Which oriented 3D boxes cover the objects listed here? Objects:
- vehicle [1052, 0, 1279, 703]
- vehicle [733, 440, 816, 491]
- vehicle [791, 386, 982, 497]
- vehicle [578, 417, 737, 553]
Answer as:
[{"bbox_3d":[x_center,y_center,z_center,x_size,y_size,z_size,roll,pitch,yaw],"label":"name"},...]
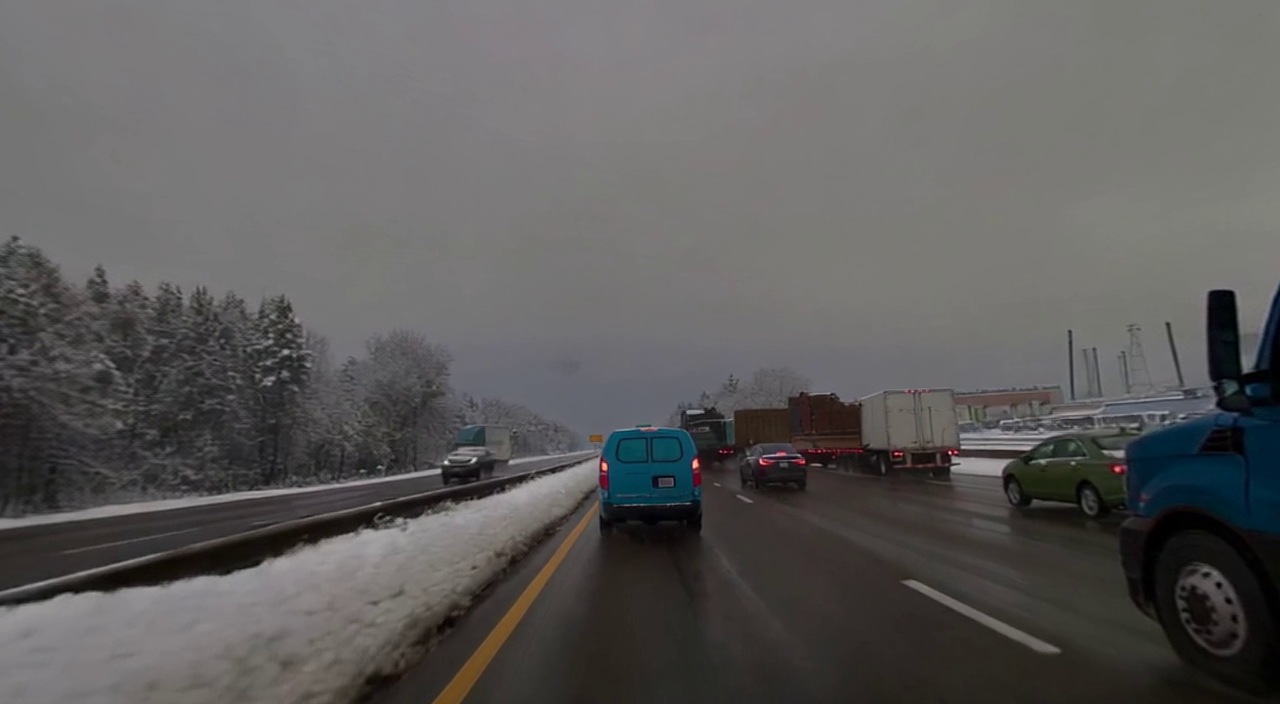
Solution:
[{"bbox_3d":[4.271,-0.260,1.010,2.987,3.877,5.881,0,-9,0],"label":"vehicle"},{"bbox_3d":[4.337,3.696,20.750,1.859,1.512,3.711,0,-9,-1],"label":"vehicle"},{"bbox_3d":[8.447,3.402,23.562,2.799,3.188,10.578,0,-9,0],"label":"vehicle"},{"bbox_3d":[0.260,1.928,9.588,1.965,1.664,3.428,-1,-9,2],"label":"vehicle"}]
